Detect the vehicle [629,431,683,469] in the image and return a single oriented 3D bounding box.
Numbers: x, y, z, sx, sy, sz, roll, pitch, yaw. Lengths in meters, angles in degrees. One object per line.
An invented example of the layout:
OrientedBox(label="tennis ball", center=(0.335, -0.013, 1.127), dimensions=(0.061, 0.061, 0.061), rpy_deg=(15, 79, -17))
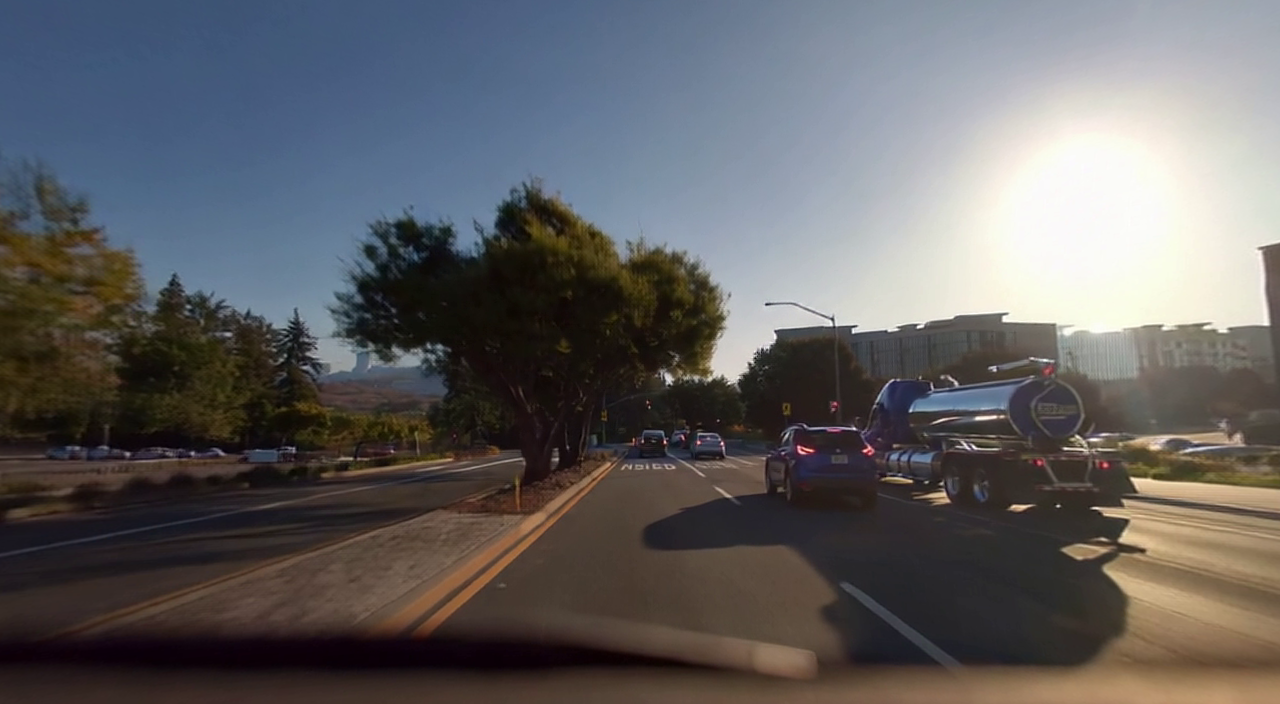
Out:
OrientedBox(label="vehicle", center=(0.636, 4.210, 27.059), dimensions=(2.148, 1.488, 4.002), rpy_deg=(0, -8, 0))

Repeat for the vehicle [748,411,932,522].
OrientedBox(label="vehicle", center=(3.547, 2.132, 12.241), dimensions=(2.045, 1.729, 4.532), rpy_deg=(0, -8, 0))

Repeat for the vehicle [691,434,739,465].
OrientedBox(label="vehicle", center=(3.864, 5.123, 33.219), dimensions=(1.917, 1.475, 4.081), rpy_deg=(0, -8, -1))

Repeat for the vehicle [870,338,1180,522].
OrientedBox(label="vehicle", center=(7.873, 1.801, 14.214), dimensions=(2.849, 3.207, 6.275), rpy_deg=(0, -8, -1))
